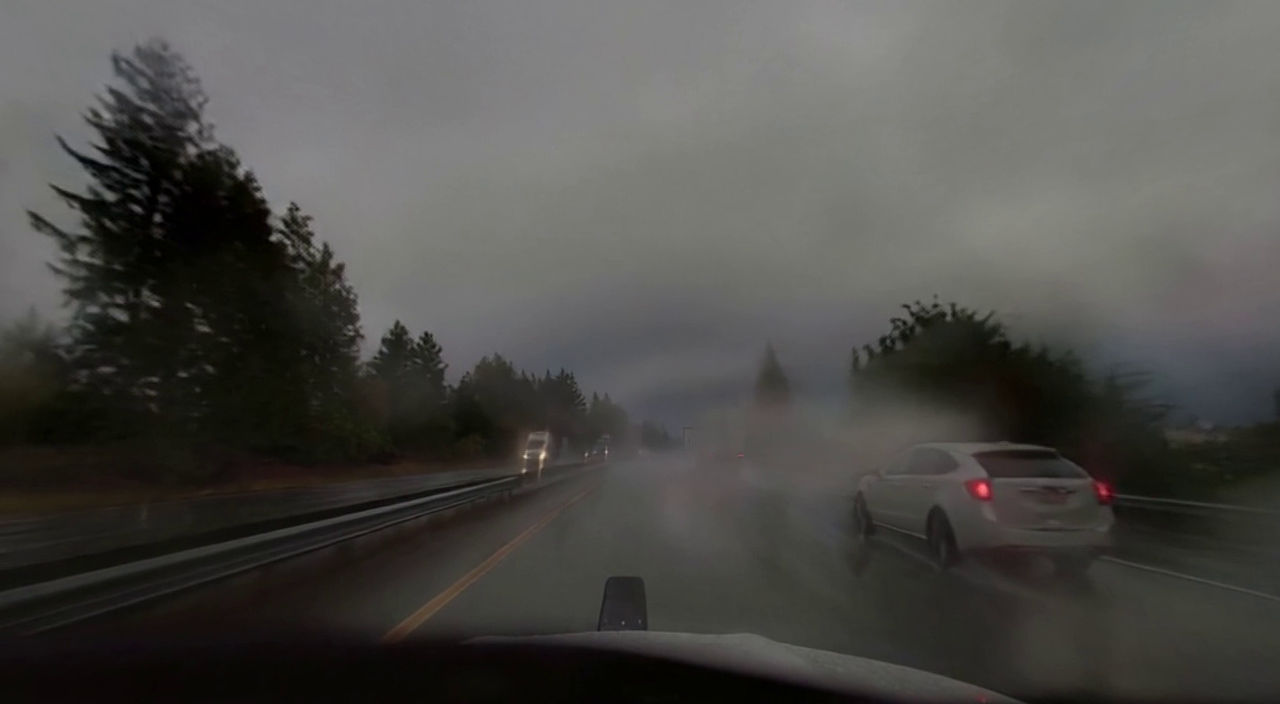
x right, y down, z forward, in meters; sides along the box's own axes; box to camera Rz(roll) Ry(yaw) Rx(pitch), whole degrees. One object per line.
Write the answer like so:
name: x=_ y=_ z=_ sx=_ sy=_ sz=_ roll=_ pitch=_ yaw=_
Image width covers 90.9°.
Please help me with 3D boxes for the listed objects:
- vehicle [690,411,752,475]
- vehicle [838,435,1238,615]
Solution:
vehicle: x=4.986 y=5.983 z=41.145 sx=2.866 sy=3.558 sz=11.674 roll=0 pitch=-9 yaw=2
vehicle: x=3.897 y=1.727 z=7.214 sx=1.893 sy=1.442 sz=4.039 roll=0 pitch=-9 yaw=0
